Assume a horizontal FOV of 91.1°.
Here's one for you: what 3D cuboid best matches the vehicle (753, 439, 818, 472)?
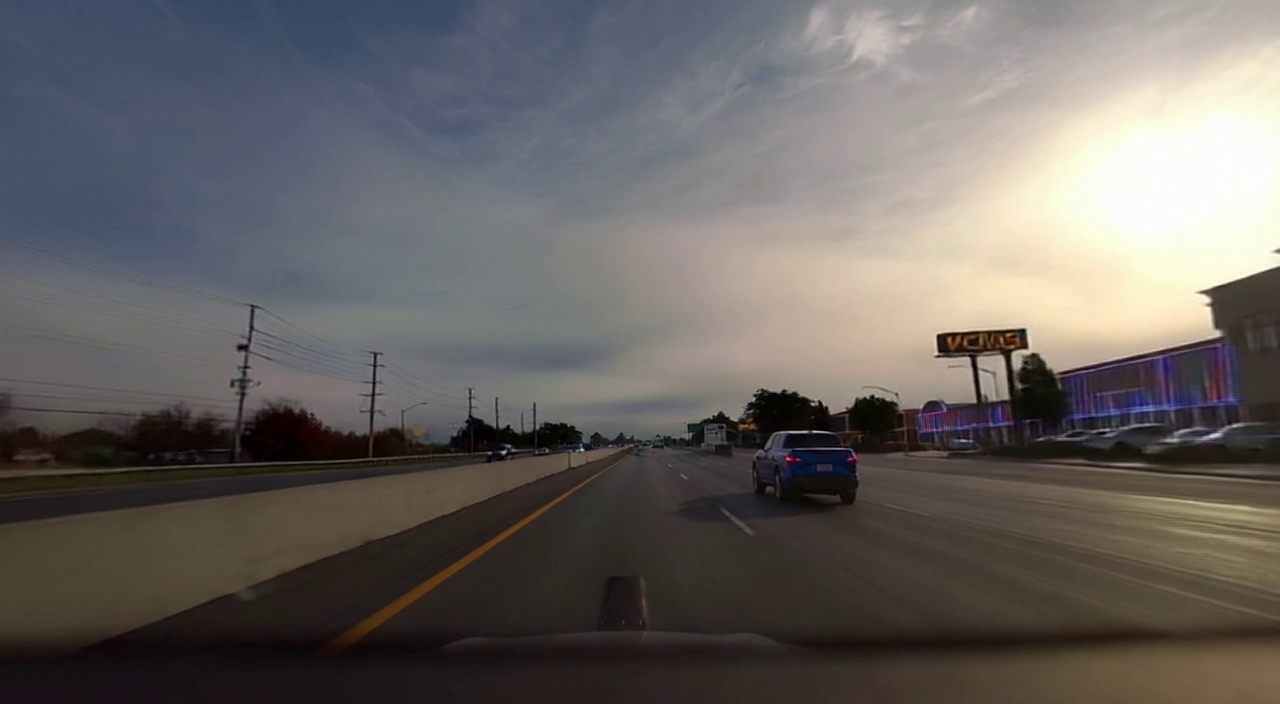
[{"bbox_3d":[7.338,5.297,32.316,2.079,1.518,5.032,0,-8,-1],"label":"vehicle"}]
